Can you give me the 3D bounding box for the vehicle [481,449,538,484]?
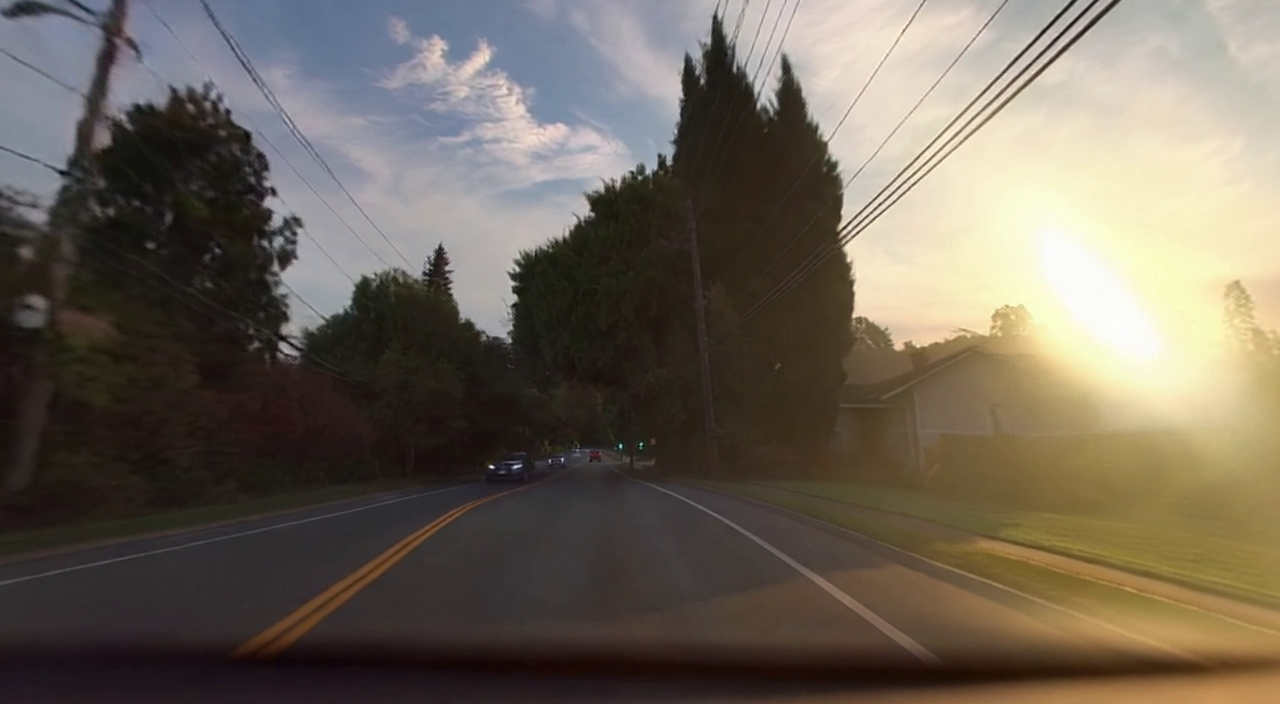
[{"bbox_3d":[-6.668,5.874,32.733,2.121,1.653,4.510,1,-8,-2],"label":"vehicle"}]
